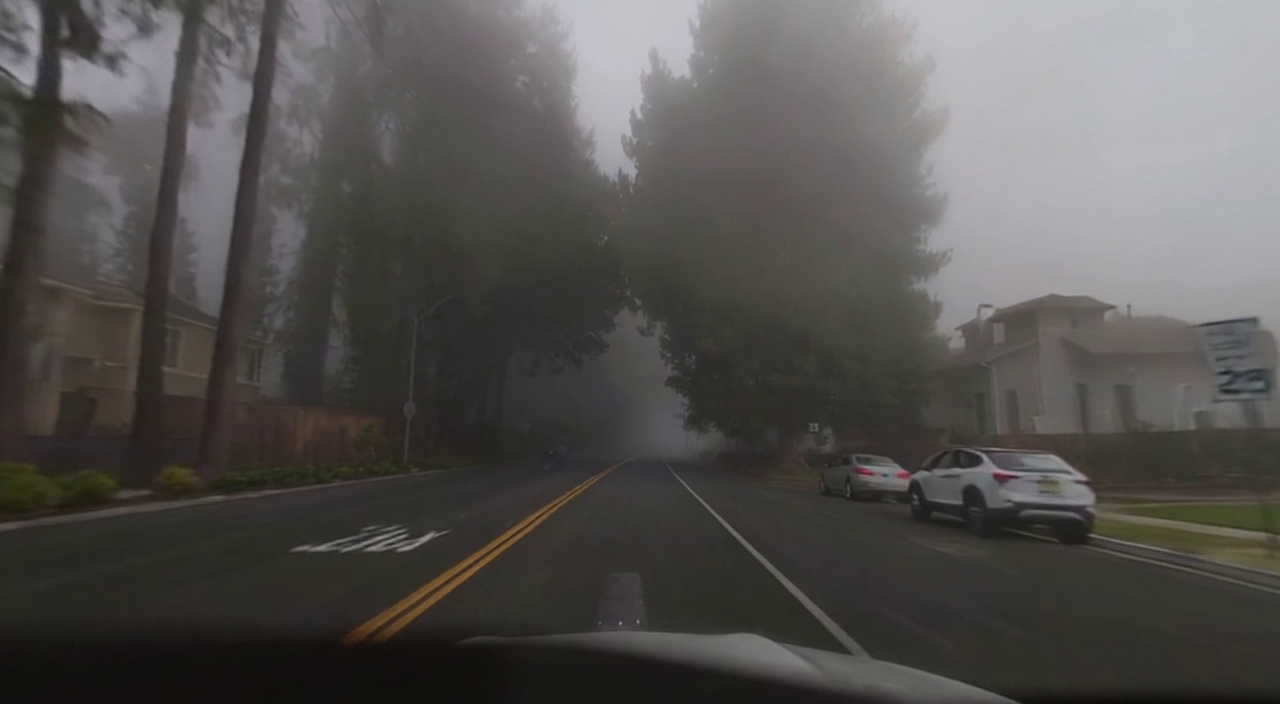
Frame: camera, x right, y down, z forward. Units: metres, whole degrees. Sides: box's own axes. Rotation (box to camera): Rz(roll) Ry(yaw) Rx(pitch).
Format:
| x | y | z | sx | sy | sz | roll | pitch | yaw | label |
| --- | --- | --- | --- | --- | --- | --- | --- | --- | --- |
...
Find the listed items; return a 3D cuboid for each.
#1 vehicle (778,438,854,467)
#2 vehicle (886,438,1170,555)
| x | y | z | sx | sy | sz | roll | pitch | yaw | label |
| --- | --- | --- | --- | --- | --- | --- | --- | --- | --- |
| 11.578 | 6.634 | 41.811 | 4.453 | 1.590 | 1.861 | -3 | -7 | 3 | vehicle |
| 6.104 | 2.272 | 10.757 | 1.893 | 1.543 | 4.434 | 0 | -9 | -2 | vehicle |
